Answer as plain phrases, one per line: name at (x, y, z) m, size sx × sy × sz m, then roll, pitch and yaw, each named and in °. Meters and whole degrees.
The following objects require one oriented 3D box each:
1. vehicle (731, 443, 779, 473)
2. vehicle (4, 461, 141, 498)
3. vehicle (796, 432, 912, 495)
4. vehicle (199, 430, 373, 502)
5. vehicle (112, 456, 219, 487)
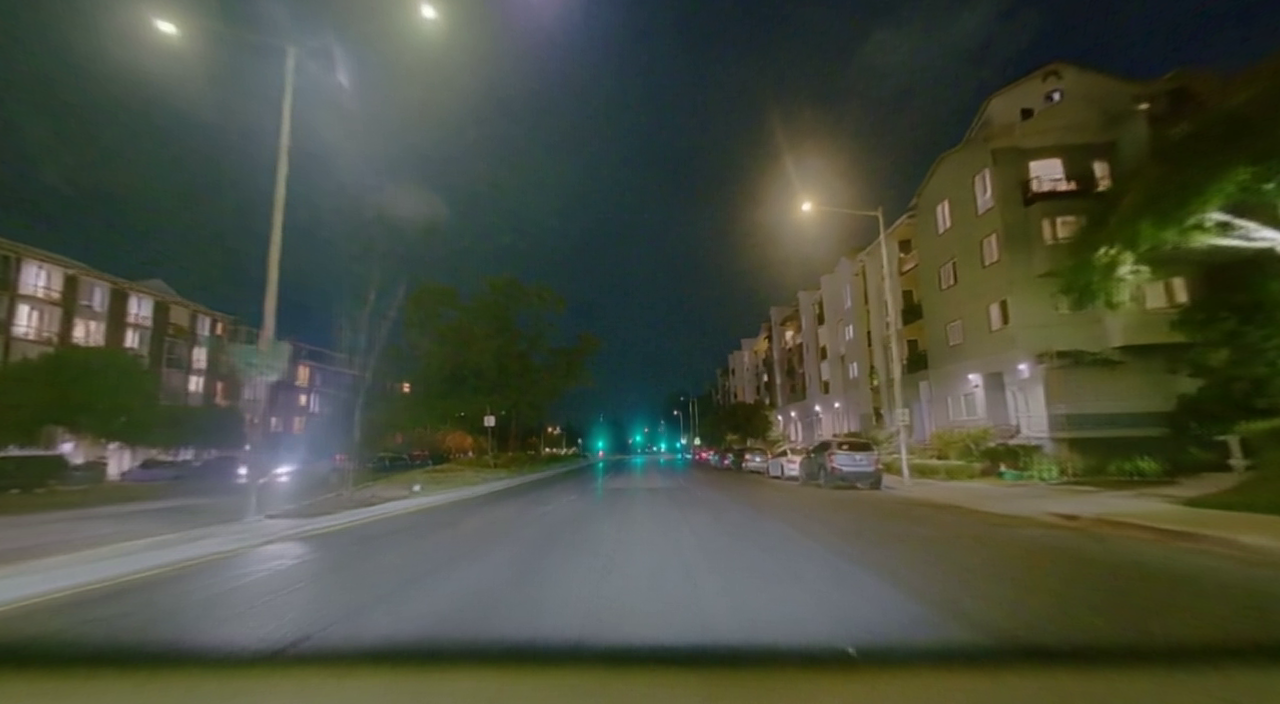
vehicle at (6.884, 6.345, 38.022) m, size 2.078 × 1.699 × 4.292 m, roll 0°, pitch -9°, yaw 0°
vehicle at (-25.721, 5.772, 28.798) m, size 1.931 × 1.427 × 4.578 m, roll 0°, pitch -9°, yaw 1°
vehicle at (7.116, 3.749, 21.588) m, size 2.241 × 1.877 × 4.810 m, roll 0°, pitch -9°, yaw 0°
vehicle at (-11.805, 3.828, 21.727) m, size 2.445 × 2.105 × 5.995 m, roll 0°, pitch -9°, yaw 0°
vehicle at (-25.605, 6.434, 34.189) m, size 1.939 × 1.514 × 4.793 m, roll -1°, pitch -9°, yaw 2°
